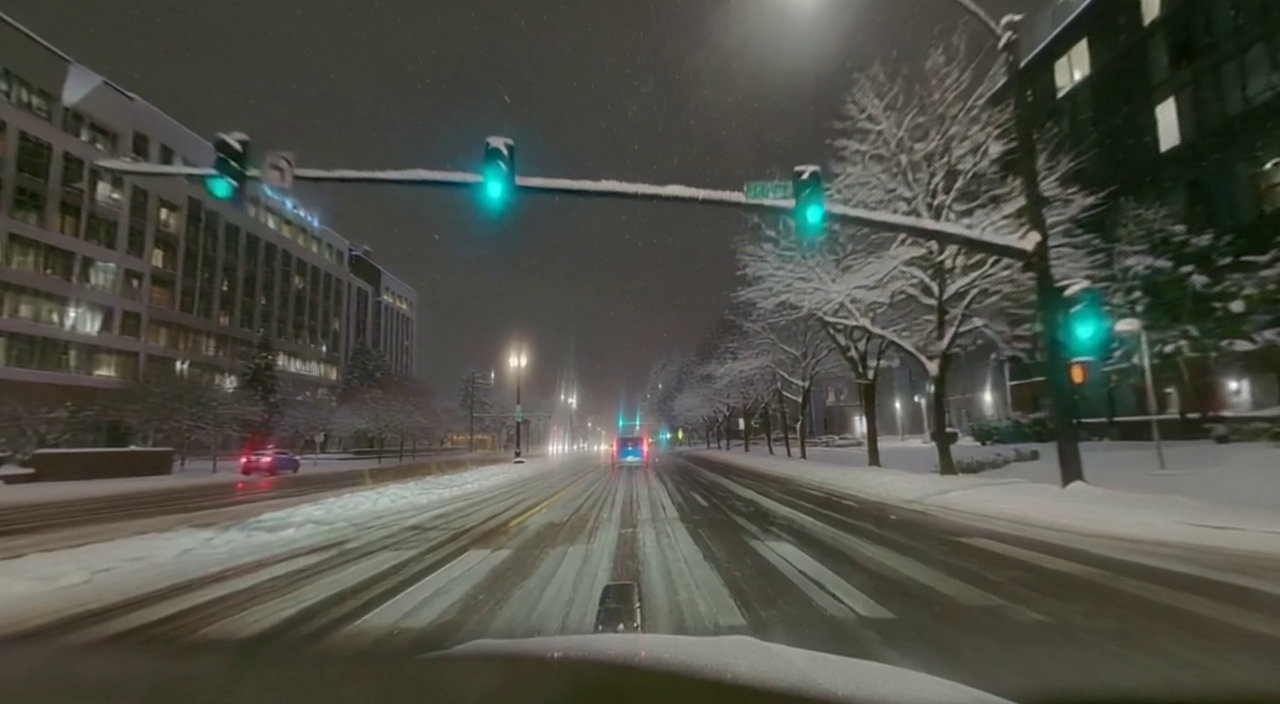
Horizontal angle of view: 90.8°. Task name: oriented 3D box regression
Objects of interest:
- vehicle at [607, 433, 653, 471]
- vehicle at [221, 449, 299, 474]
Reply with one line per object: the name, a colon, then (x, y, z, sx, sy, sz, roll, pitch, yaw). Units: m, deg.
vehicle: (-0.523, 5.349, 34.037, 2.313, 1.860, 4.319, 0, -8, -1)
vehicle: (-29.663, 8.543, 49.458, 4.813, 1.783, 1.983, 2, -9, -20)
